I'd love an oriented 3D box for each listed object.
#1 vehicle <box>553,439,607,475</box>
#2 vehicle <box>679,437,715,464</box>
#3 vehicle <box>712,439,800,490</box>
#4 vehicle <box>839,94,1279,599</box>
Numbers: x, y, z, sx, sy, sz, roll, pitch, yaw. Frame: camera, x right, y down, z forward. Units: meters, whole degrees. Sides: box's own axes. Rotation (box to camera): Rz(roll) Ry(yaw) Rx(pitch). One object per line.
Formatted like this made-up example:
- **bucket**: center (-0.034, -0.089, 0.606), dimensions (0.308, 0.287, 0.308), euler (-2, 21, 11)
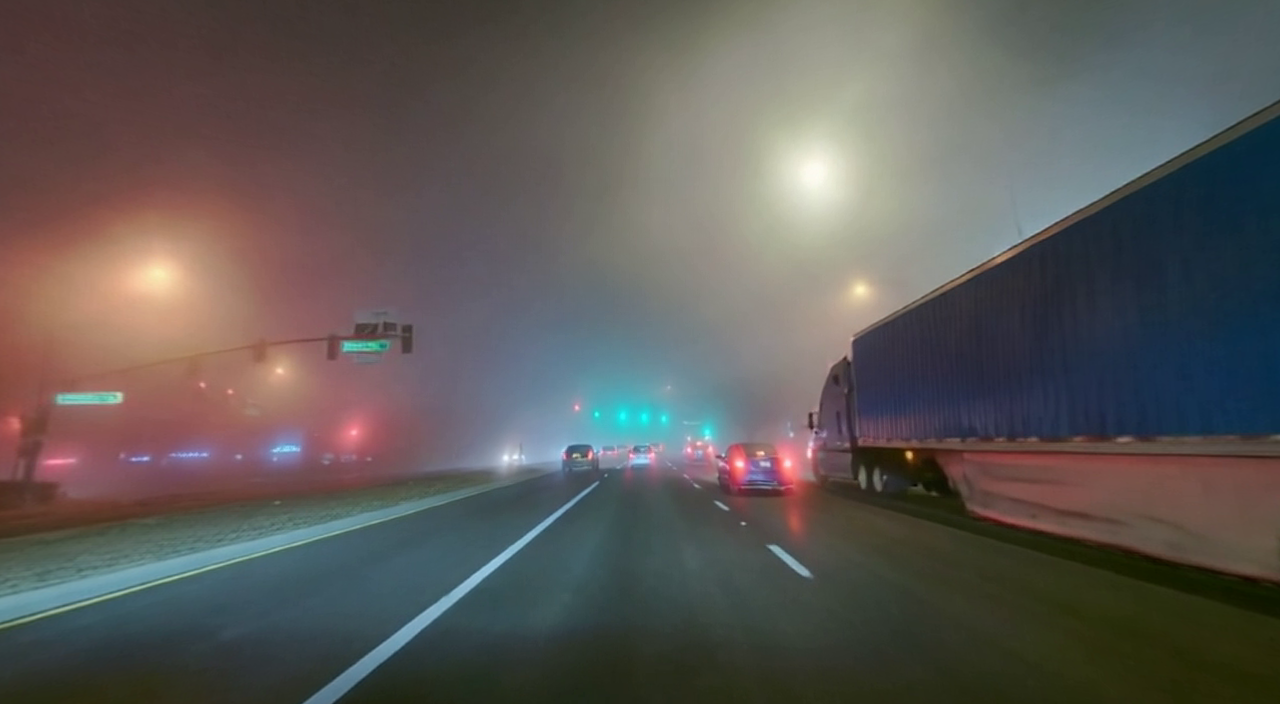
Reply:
- **vehicle**: center (-2.685, 4.817, 29.264), dimensions (2.003, 1.509, 4.396), euler (0, -8, 1)
- **vehicle**: center (3.759, 6.600, 42.243), dimensions (2.050, 1.683, 3.990), euler (0, -8, 0)
- **vehicle**: center (3.595, 3.548, 20.333), dimensions (1.972, 1.452, 4.189), euler (0, -8, -1)
- **vehicle**: center (7.184, 0.421, 8.596), dimensions (3.383, 4.268, 17.469), euler (0, -8, 0)
